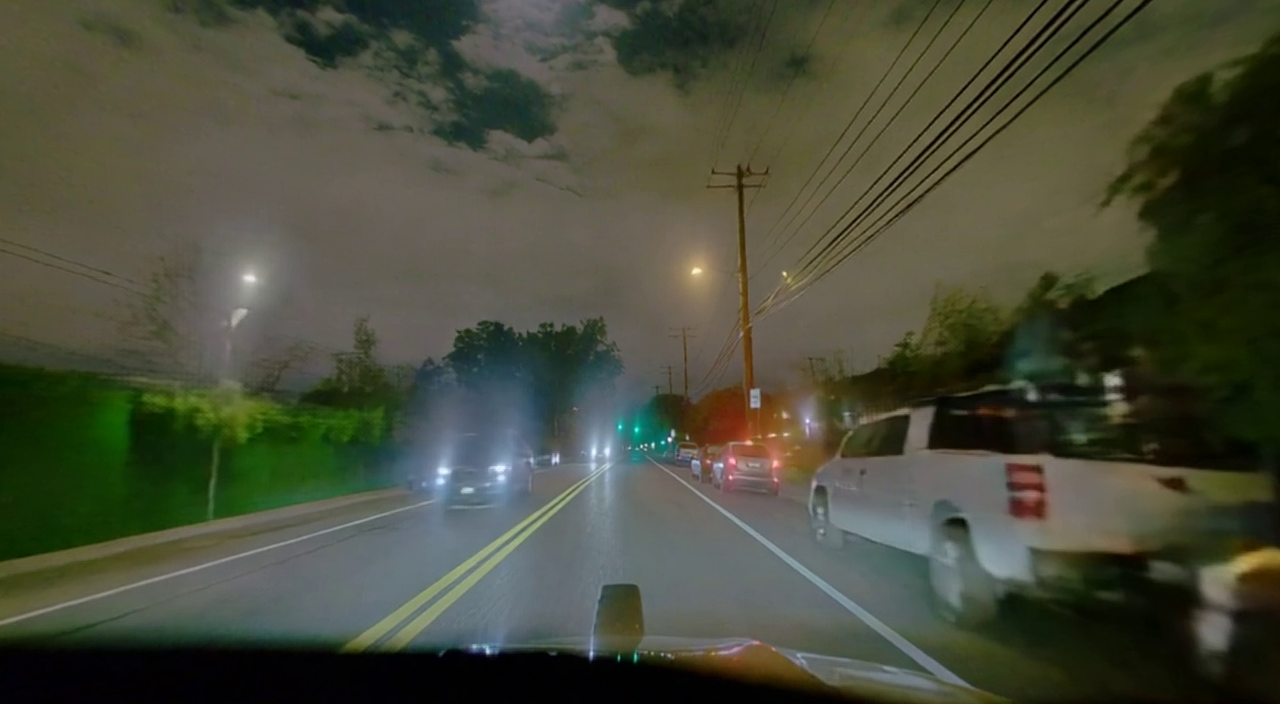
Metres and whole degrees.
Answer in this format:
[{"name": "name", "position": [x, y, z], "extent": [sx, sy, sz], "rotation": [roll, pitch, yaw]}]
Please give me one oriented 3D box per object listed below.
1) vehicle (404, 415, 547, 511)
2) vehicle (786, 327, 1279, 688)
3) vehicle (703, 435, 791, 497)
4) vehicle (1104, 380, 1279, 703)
[{"name": "vehicle", "position": [-3.721, 2.640, 15.399], "extent": [2.194, 1.935, 4.807], "rotation": [0, -9, 0]}, {"name": "vehicle", "position": [3.249, 1.235, 6.238], "extent": [2.174, 2.049, 5.088], "rotation": [0, -8, -2]}, {"name": "vehicle", "position": [3.072, 3.352, 18.990], "extent": [1.826, 1.614, 4.241], "rotation": [0, -9, -1]}, {"name": "vehicle", "position": [3.379, 0.653, 0.903], "extent": [1.914, 1.520, 4.455], "rotation": [0, -8, -2]}]
